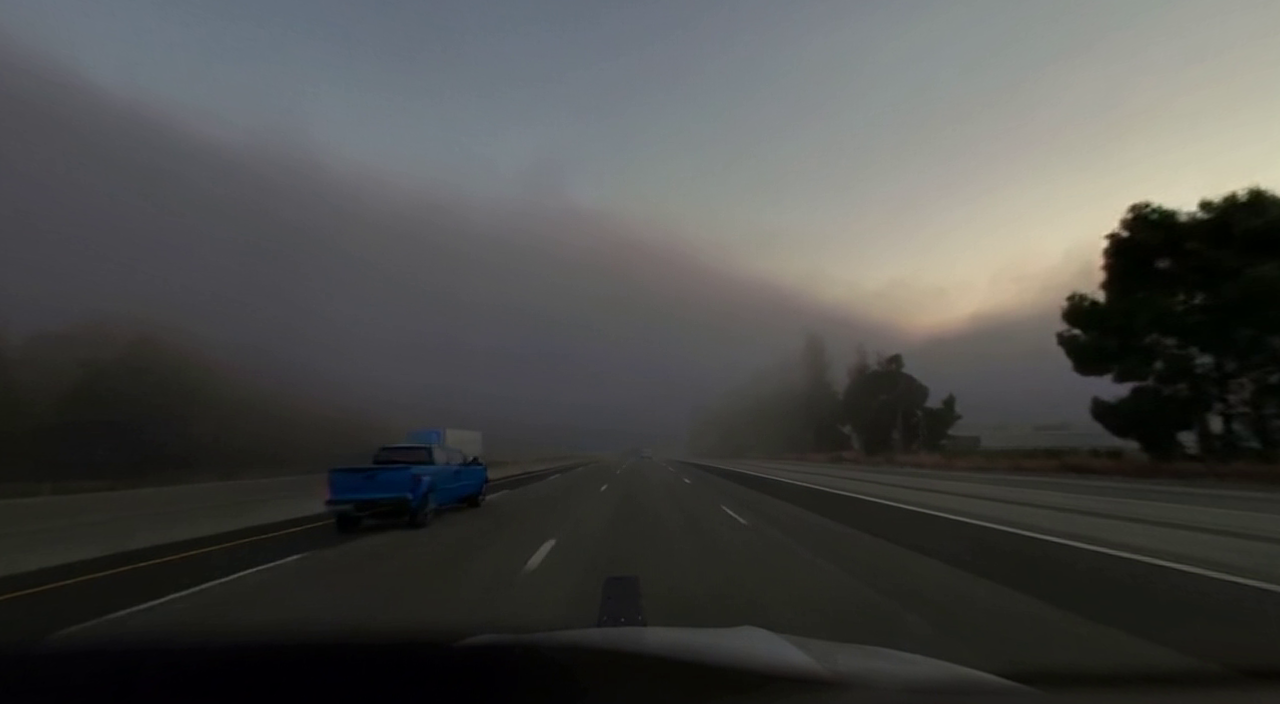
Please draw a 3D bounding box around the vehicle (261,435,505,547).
[{"bbox_3d":[-4.128,2.344,11.433,2.128,1.521,5.409,0,-9,1],"label":"vehicle"}]
